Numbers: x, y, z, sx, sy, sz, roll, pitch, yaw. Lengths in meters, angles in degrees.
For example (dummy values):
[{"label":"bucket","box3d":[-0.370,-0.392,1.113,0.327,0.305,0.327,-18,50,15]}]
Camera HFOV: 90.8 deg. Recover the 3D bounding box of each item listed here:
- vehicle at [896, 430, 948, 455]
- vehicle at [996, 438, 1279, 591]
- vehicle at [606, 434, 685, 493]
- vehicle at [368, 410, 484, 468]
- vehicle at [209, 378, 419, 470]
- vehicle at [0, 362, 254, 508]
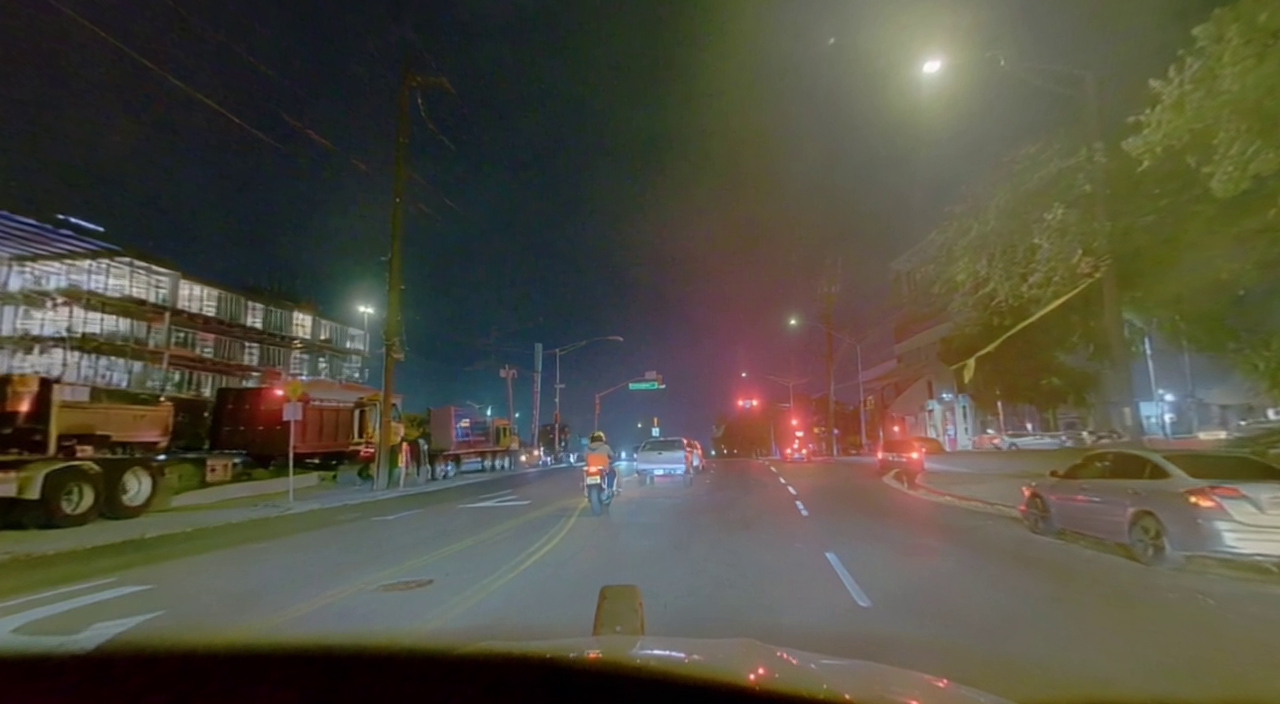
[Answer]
[{"label":"vehicle","box3d":[20.105,6.498,45.271,1.918,1.732,4.650,-1,-8,5]},{"label":"vehicle","box3d":[6.837,1.893,8.351,1.973,1.457,4.522,-1,-8,6]},{"label":"vehicle","box3d":[0.275,3.405,19.621,1.925,1.602,4.090,-1,-8,8]},{"label":"vehicle","box3d":[-12.905,5.193,39.585,2.970,2.938,11.622,-3,-5,2]},{"label":"vehicle","box3d":[-13.761,3.360,28.239,2.996,3.170,10.153,-5,-9,7]},{"label":"vehicle","box3d":[-15.072,2.291,17.011,2.990,3.144,9.080,-1,-8,5]}]
